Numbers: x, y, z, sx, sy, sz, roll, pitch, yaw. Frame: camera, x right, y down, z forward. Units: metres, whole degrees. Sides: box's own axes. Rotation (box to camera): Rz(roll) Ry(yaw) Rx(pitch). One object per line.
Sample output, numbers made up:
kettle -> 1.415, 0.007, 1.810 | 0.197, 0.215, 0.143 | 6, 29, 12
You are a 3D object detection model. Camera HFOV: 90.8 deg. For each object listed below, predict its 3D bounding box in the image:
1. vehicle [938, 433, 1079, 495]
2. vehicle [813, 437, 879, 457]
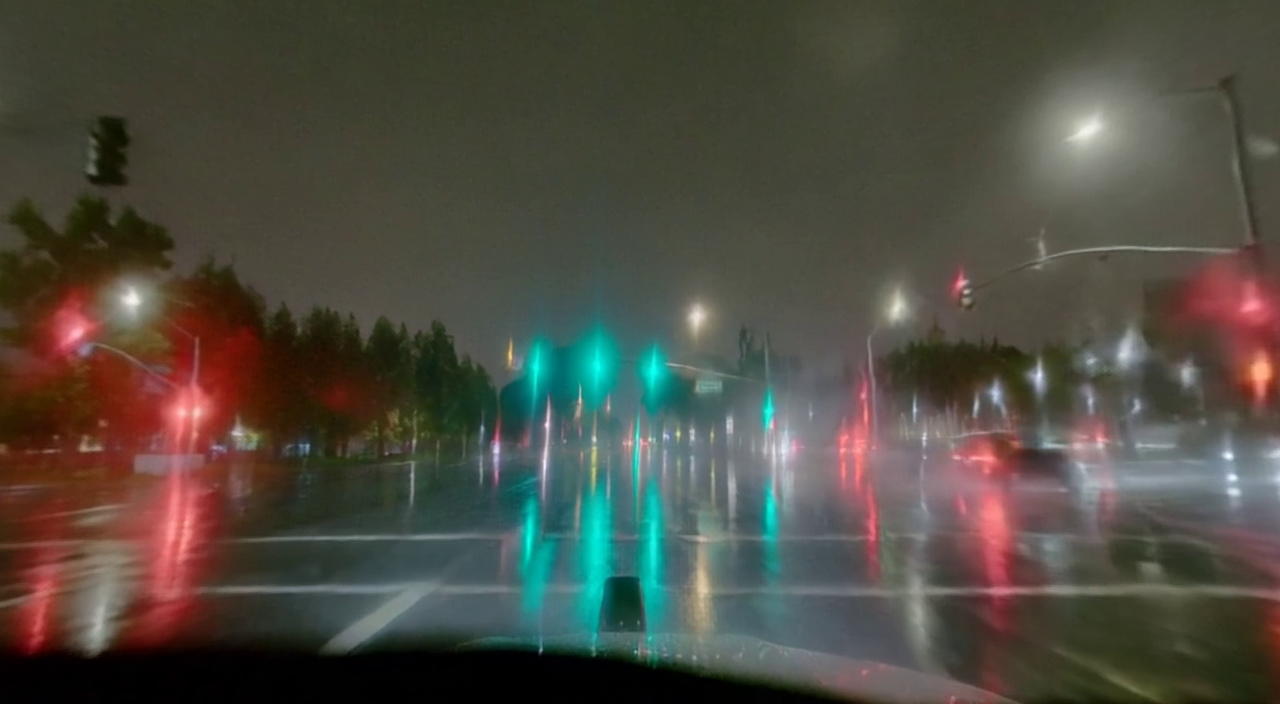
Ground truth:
vehicle -> 10.610, 3.149, 18.036 | 4.595, 1.503, 2.289 | 10, -12, -44
vehicle -> 16.034, 7.412, 49.308 | 4.483, 1.452, 1.924 | 0, -8, -1
